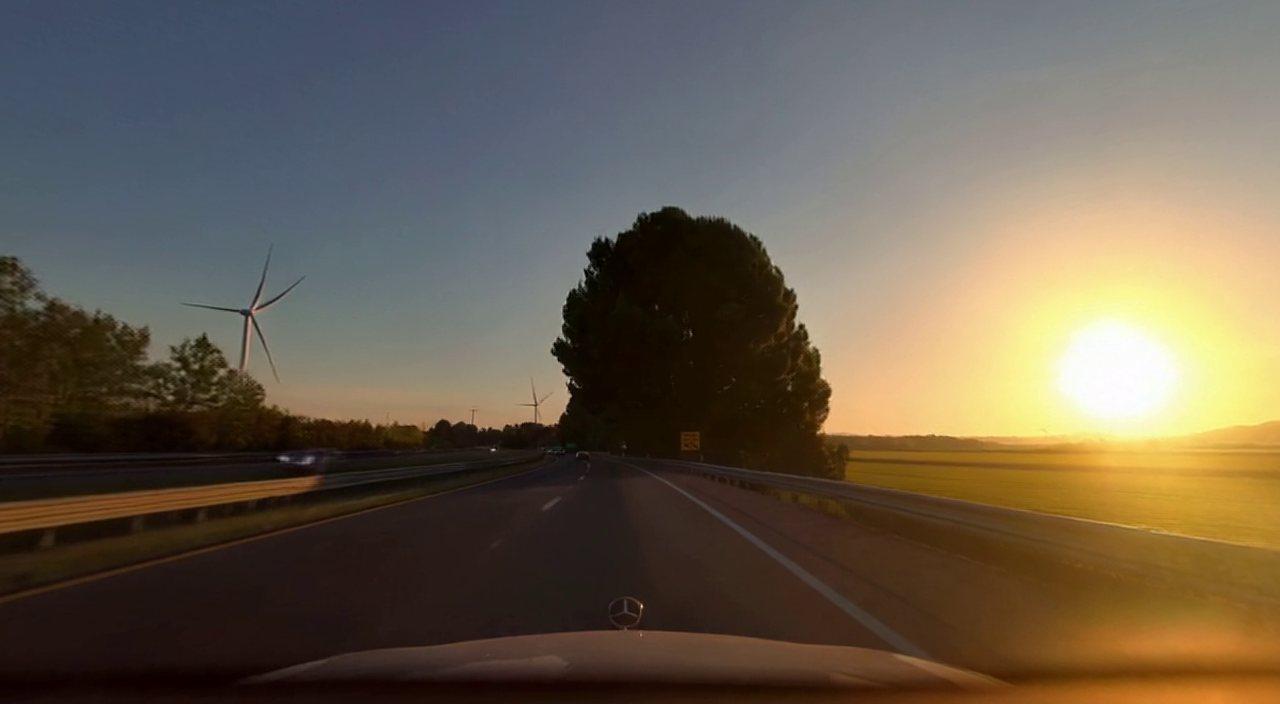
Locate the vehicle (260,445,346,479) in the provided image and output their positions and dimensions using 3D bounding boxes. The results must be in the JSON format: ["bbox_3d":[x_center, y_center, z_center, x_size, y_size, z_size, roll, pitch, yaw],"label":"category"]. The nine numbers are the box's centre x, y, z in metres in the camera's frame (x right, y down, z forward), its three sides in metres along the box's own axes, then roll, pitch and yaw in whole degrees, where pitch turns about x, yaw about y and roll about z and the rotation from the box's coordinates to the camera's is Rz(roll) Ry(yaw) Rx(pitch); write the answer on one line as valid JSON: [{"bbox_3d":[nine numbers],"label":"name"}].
[{"bbox_3d":[-16.355,5.362,30.910,1.904,1.499,4.422,0,-9,-3],"label":"vehicle"}]
